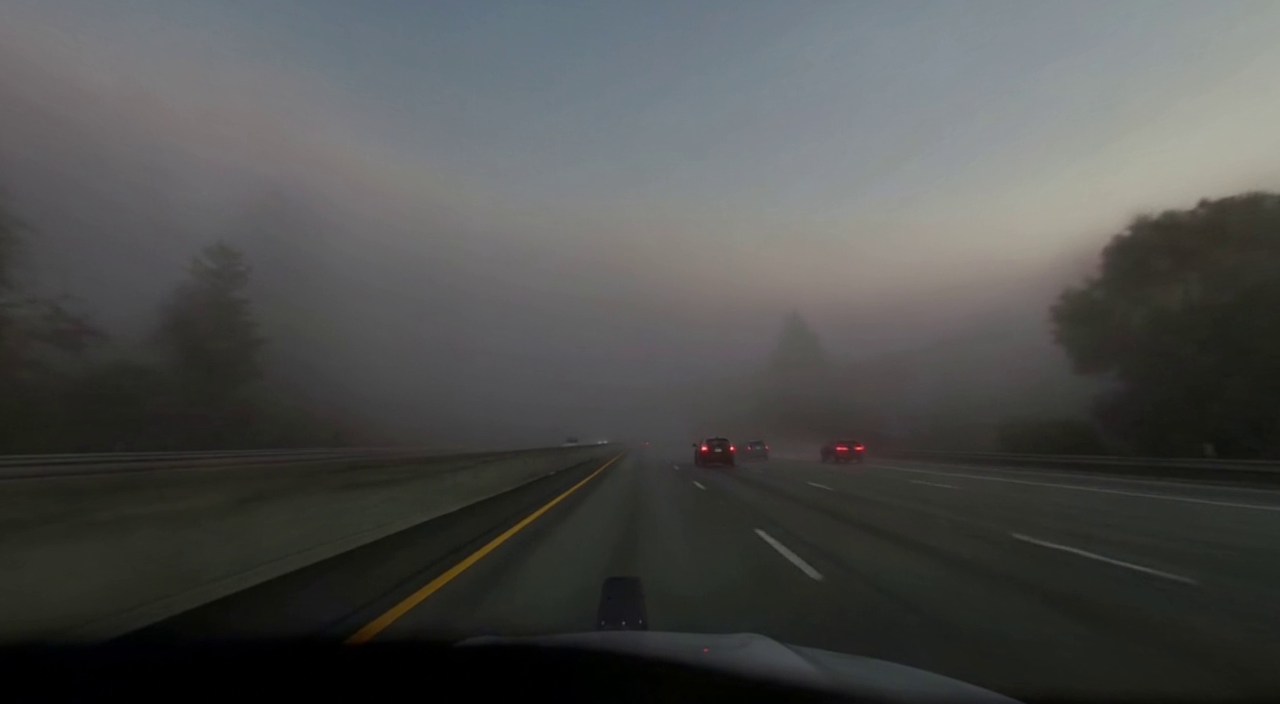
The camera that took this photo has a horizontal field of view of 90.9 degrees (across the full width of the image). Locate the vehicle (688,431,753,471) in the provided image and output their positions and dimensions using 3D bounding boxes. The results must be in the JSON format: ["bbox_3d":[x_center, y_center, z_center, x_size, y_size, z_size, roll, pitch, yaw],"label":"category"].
[{"bbox_3d":[3.554,4.475,28.629,2.326,1.644,4.206,0,-8,-1],"label":"vehicle"}]

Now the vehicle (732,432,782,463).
[{"bbox_3d":[7.158,5.895,38.935,2.178,1.749,4.570,0,-8,0],"label":"vehicle"}]

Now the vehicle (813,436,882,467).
[{"bbox_3d":[10.481,5.055,32.180,1.970,1.479,4.480,0,-8,0],"label":"vehicle"}]
